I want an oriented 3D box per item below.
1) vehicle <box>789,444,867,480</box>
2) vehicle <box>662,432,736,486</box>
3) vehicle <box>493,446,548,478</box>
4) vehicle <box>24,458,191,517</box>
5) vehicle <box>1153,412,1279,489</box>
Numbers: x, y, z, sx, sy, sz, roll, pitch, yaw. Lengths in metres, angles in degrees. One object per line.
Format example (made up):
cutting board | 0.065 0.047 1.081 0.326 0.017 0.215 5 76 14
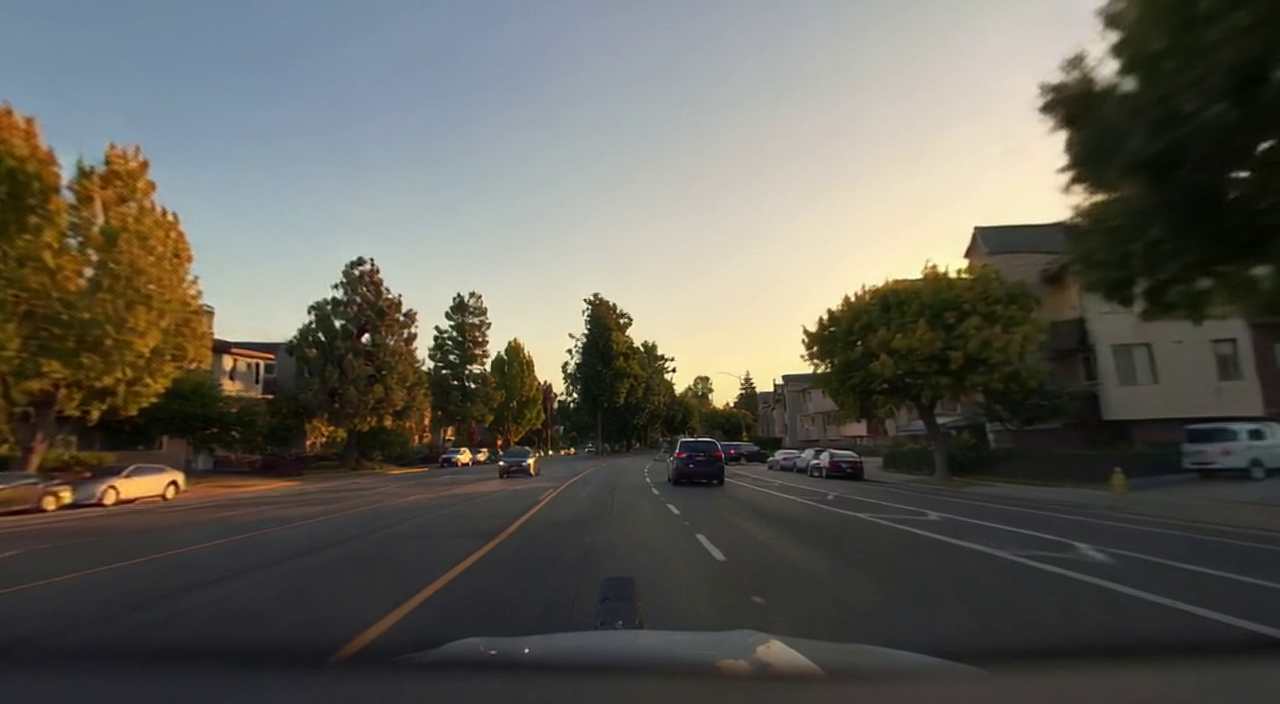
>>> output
vehicle | 8.493 4.993 29.041 1.996 1.474 4.771 0 -8 -2
vehicle | 2.006 3.824 22.898 2.085 1.763 4.490 0 -8 -2
vehicle | -5.886 5.448 31.624 1.958 1.501 4.294 0 -8 -1
vehicle | -18.316 4.627 22.078 1.937 1.612 4.515 -1 -7 -1
vehicle | 16.251 2.415 15.628 5.007 1.793 2.031 -2 -9 12
